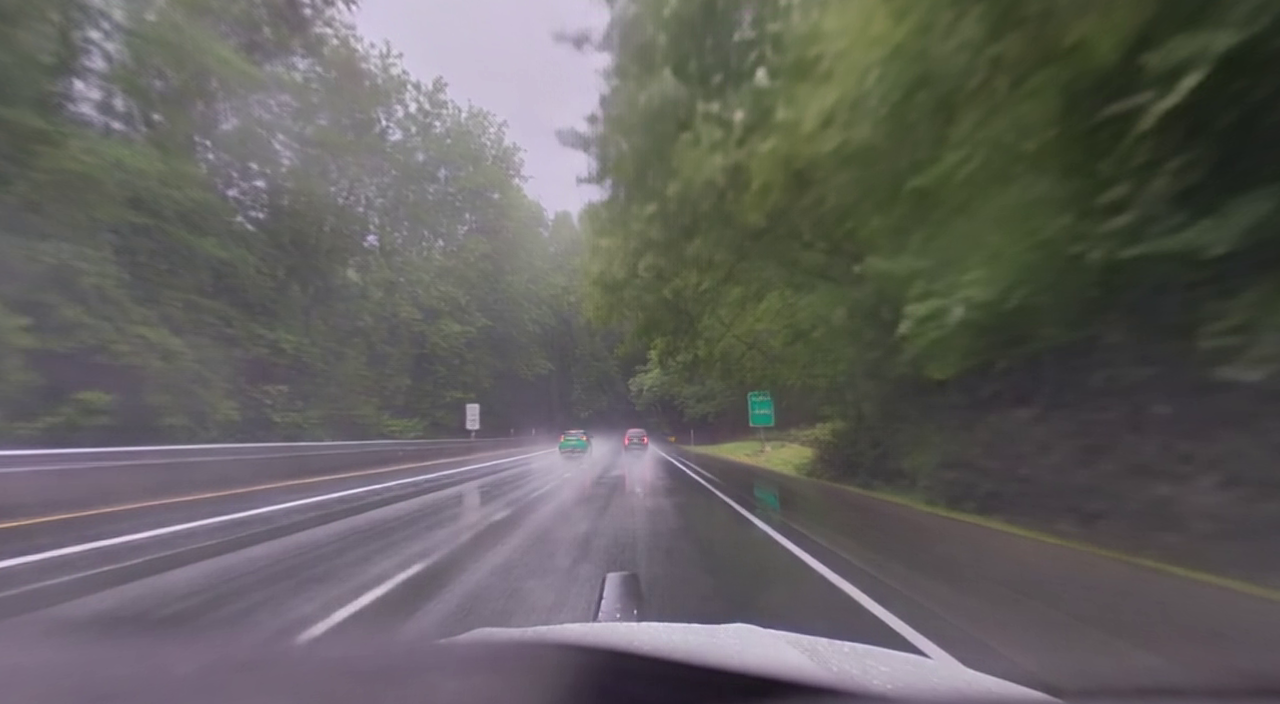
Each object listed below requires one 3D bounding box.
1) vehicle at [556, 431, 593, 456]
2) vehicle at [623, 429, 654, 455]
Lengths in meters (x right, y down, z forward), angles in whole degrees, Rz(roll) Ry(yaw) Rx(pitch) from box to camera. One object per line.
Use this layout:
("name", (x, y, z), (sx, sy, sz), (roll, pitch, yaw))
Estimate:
("vehicle", (-4.380, 6.159, 42.478), (2.055, 1.610, 4.116), (0, -8, 0))
("vehicle", (-0.129, 6.555, 45.890), (2.170, 1.790, 4.490), (0, -8, 0))
